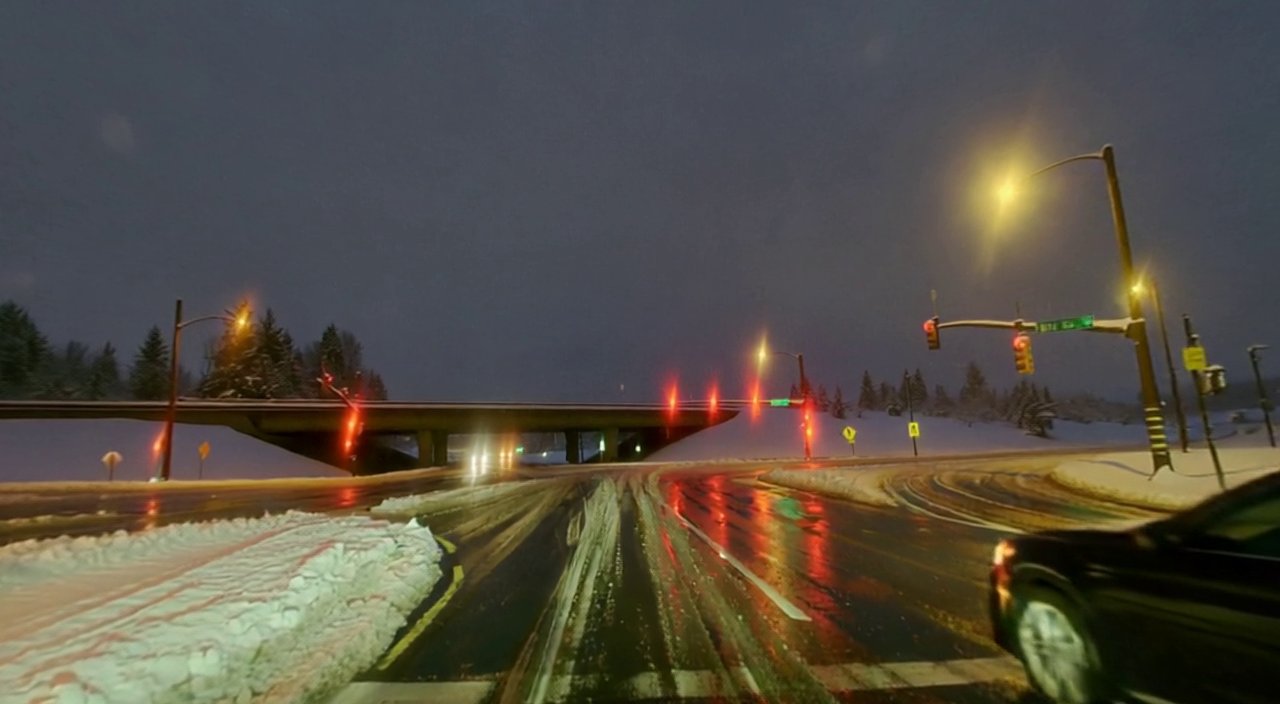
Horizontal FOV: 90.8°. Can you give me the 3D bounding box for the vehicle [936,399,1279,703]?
[{"bbox_3d":[2.802,0.815,1.583,1.909,1.425,4.521,0,-9,0],"label":"vehicle"}]
